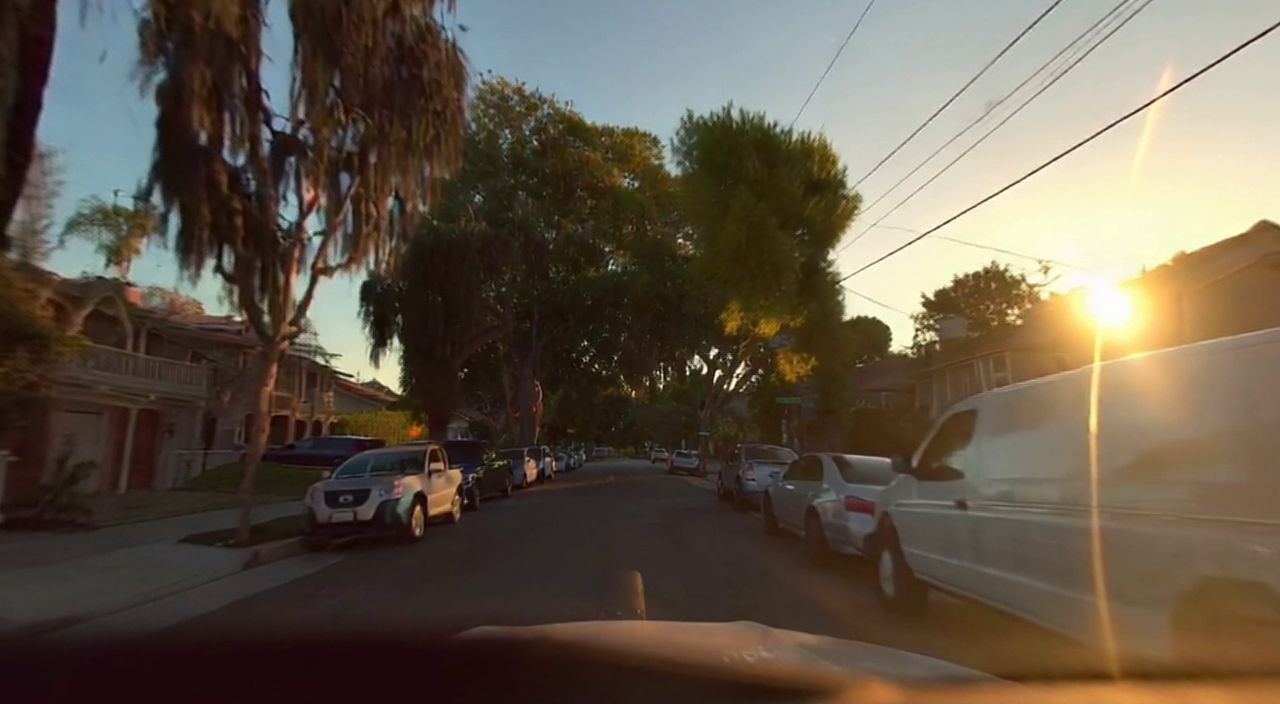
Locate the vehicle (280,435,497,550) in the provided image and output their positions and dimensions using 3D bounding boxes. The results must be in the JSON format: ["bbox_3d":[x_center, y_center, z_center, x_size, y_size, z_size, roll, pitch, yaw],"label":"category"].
[{"bbox_3d":[-4.115,2.324,11.373,1.908,1.493,4.806,4,-8,0],"label":"vehicle"}]

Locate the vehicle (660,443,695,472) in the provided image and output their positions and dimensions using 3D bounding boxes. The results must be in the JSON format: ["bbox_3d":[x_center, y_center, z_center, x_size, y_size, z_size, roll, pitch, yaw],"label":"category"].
[{"bbox_3d":[2.849,8.176,49.032,2.191,2.038,4.962,0,-7,-2],"label":"vehicle"}]

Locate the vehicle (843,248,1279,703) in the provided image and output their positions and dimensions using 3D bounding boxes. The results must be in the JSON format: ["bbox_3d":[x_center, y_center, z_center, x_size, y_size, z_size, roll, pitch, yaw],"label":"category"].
[{"bbox_3d":[3.016,0.938,3.659,1.993,2.129,4.893,-1,-7,0],"label":"vehicle"}]
